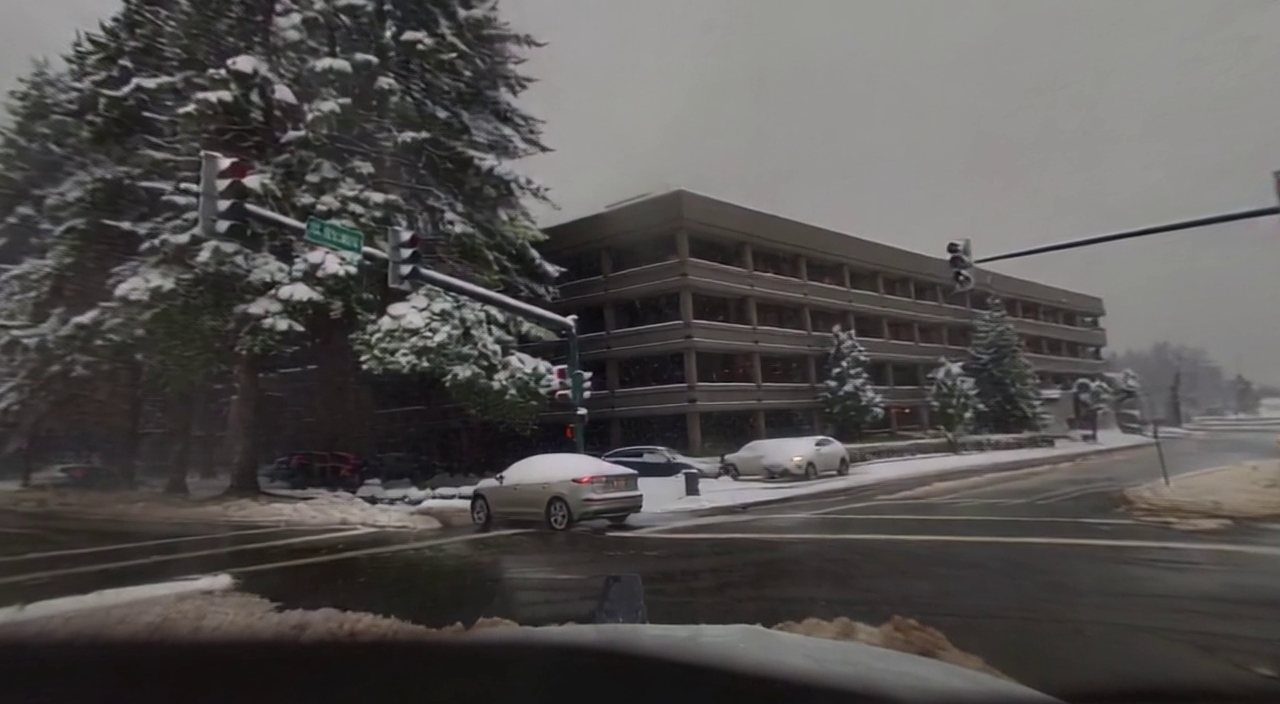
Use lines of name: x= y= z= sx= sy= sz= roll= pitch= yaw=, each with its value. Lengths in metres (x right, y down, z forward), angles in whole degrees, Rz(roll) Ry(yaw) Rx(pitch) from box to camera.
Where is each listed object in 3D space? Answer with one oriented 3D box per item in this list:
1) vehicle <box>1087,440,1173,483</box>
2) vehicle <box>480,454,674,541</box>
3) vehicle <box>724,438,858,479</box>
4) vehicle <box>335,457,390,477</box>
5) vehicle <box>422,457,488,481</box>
vehicle: x=19.069 y=4.258 z=24.810 sx=2.024 sy=1.489 sz=4.613 roll=-5 pitch=-10 yaw=31
vehicle: x=-1.483 y=2.983 z=13.646 sx=1.903 sy=1.529 sz=4.254 roll=8 pitch=-12 yaw=-43
vehicle: x=7.376 y=5.227 z=31.245 sx=6.021 sy=1.868 sz=2.172 roll=-5 pitch=-10 yaw=31
vehicle: x=-20.318 y=8.411 z=46.338 sx=1.627 sy=1.392 sz=3.330 roll=-5 pitch=-10 yaw=31
vehicle: x=-11.959 y=7.535 z=40.972 sx=1.709 sy=1.410 sz=3.945 roll=-5 pitch=-10 yaw=31
